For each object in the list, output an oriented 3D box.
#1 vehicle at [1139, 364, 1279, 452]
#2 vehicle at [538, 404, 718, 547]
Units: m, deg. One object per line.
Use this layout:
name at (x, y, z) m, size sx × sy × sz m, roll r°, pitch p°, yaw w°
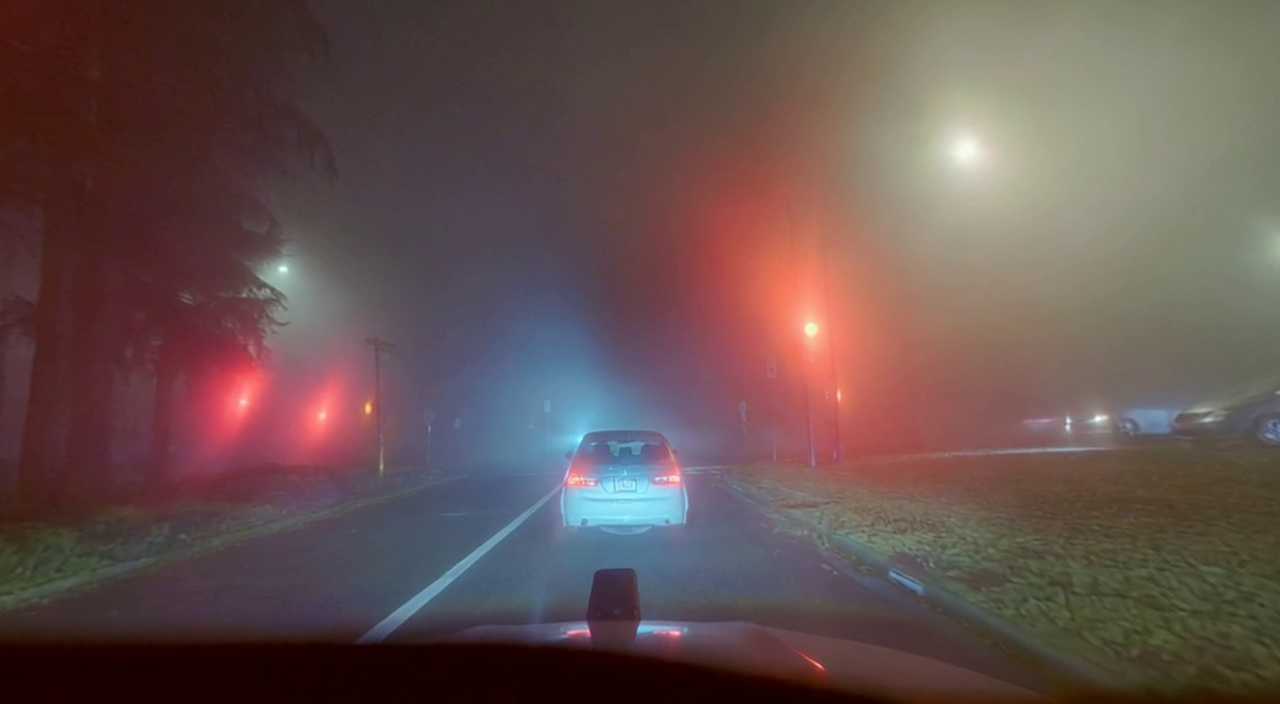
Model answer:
vehicle at (14.494, 1.320, 14.499) m, size 4.104 × 1.886 × 1.939 m, roll -2°, pitch -8°, yaw 9°
vehicle at (-0.121, 1.760, 9.510) m, size 2.142 × 1.686 × 3.816 m, roll -1°, pitch -8°, yaw 1°
